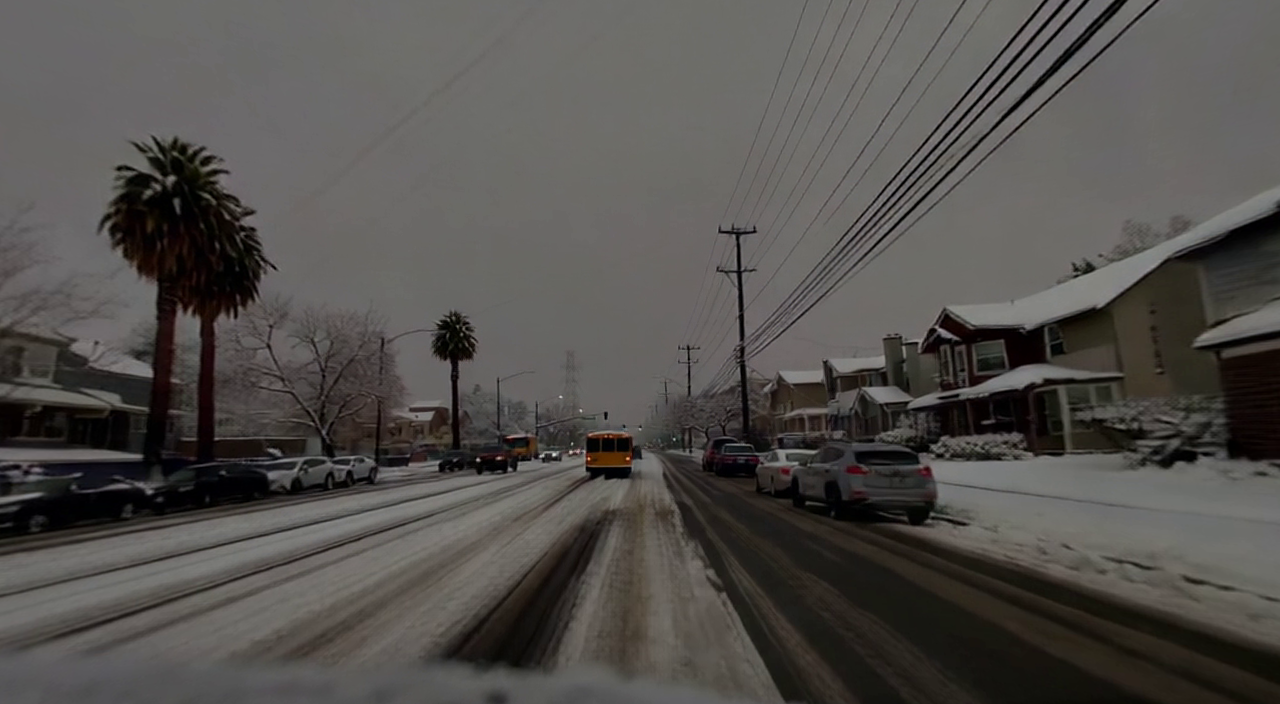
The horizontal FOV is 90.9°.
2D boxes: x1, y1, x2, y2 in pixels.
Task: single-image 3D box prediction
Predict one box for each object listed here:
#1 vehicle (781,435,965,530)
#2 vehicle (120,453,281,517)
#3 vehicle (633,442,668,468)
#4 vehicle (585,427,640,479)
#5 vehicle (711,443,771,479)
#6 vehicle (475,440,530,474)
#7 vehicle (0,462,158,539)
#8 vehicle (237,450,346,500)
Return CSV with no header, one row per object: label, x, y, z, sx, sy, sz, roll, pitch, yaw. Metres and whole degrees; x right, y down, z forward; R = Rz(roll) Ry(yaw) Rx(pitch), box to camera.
vehicle,4.247,2.431,12.364,1.946,1.530,4.240,0,-8,-1
vehicle,-13.644,4.105,20.013,1.979,1.509,4.763,-3,-7,-4
vehicle,0.691,6.372,39.114,2.063,1.495,3.849,0,-8,1
vehicle,-1.190,4.299,27.036,2.168,2.040,4.527,0,-8,-3
vehicle,4.376,4.801,28.032,1.838,1.458,4.750,0,-8,-1
vehicle,-7.912,6.049,36.652,2.096,1.798,4.831,0,-8,0
vehicle,-13.150,3.292,14.068,1.841,1.356,3.938,-6,-8,-2
vehicle,-14.147,4.977,25.943,2.041,1.643,4.665,-4,-9,-3
